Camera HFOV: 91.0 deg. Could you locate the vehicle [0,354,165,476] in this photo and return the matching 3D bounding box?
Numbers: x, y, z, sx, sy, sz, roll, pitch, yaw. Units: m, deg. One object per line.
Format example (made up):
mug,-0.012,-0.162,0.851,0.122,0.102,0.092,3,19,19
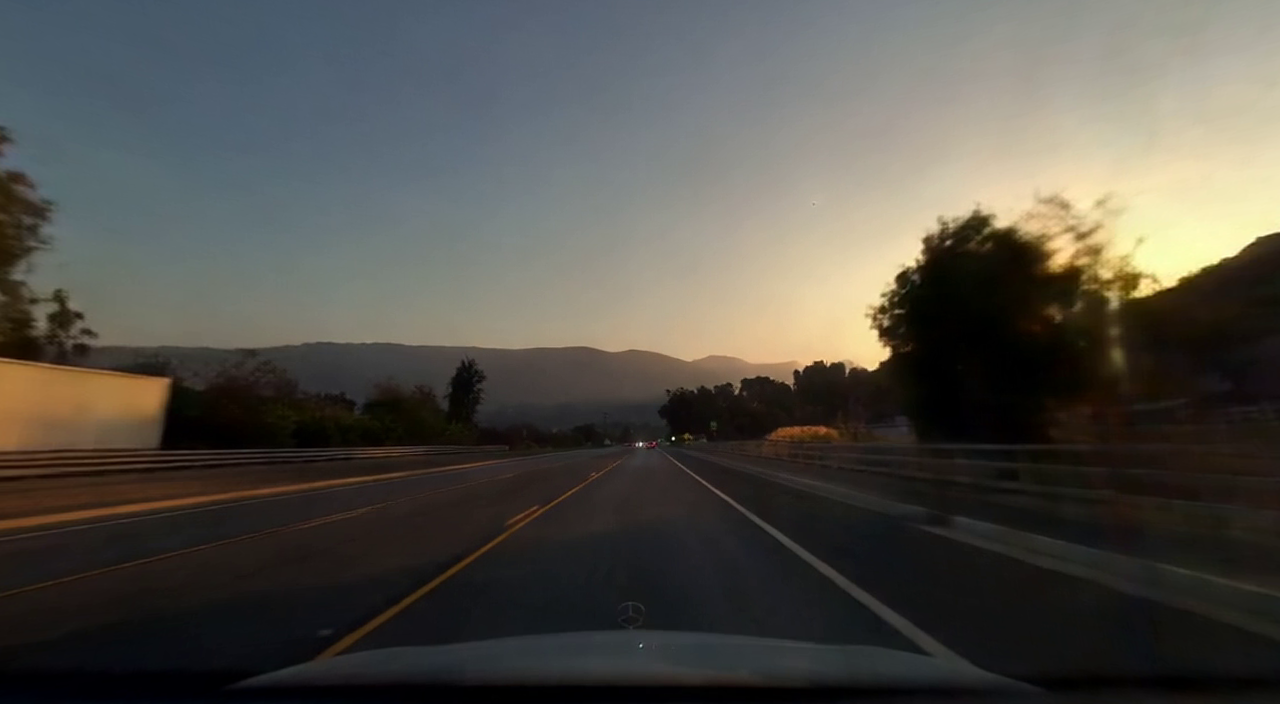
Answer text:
vehicle,-22.566,2.014,20.353,3.159,3.961,14.169,0,-8,1
